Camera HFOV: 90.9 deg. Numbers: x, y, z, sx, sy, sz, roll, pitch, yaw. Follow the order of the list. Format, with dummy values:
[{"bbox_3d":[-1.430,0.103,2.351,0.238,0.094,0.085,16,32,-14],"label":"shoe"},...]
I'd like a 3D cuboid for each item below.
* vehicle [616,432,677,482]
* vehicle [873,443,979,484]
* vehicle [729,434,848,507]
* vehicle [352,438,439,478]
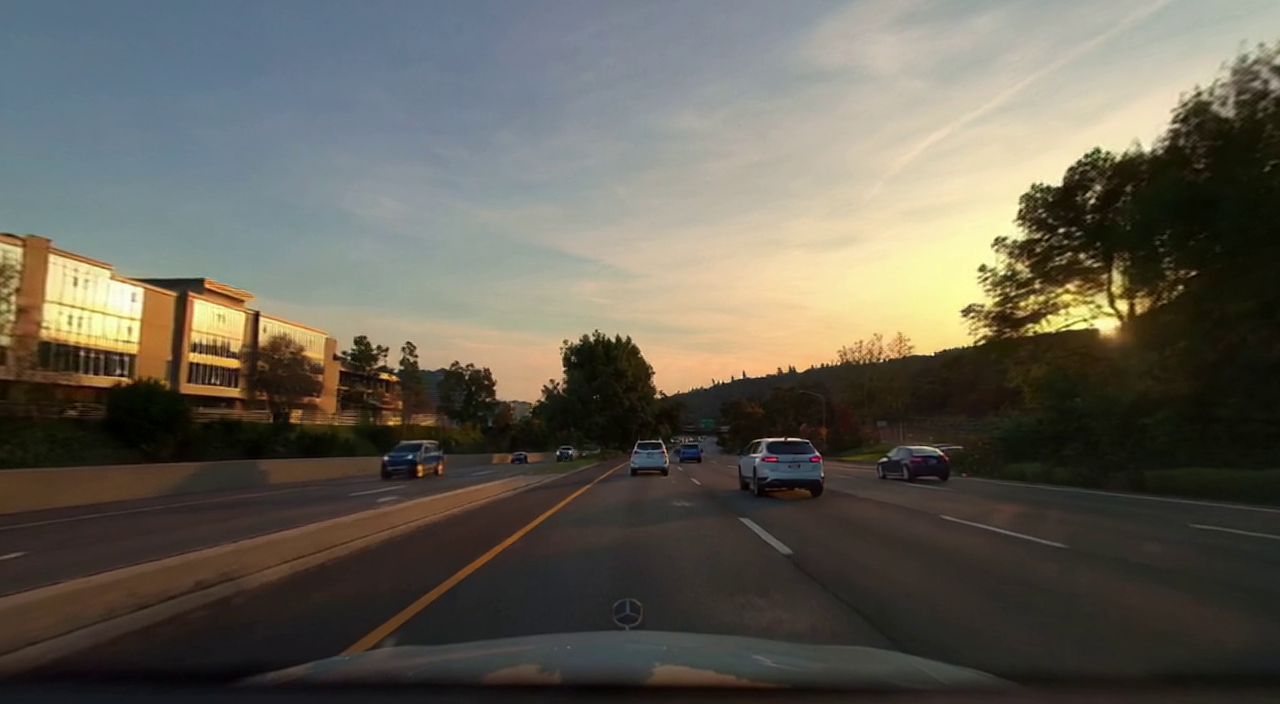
[{"bbox_3d":[0.263,4.265,25.842,2.290,1.862,4.454,0,-8,0],"label":"vehicle"},{"bbox_3d":[10.990,4.294,24.638,2.027,1.446,4.470,0,-8,0],"label":"vehicle"},{"bbox_3d":[3.584,2.935,16.085,2.042,1.592,4.047,0,-8,0],"label":"vehicle"},{"bbox_3d":[-14.204,6.207,37.223,2.631,2.140,6.216,0,-8,0],"label":"vehicle"}]
